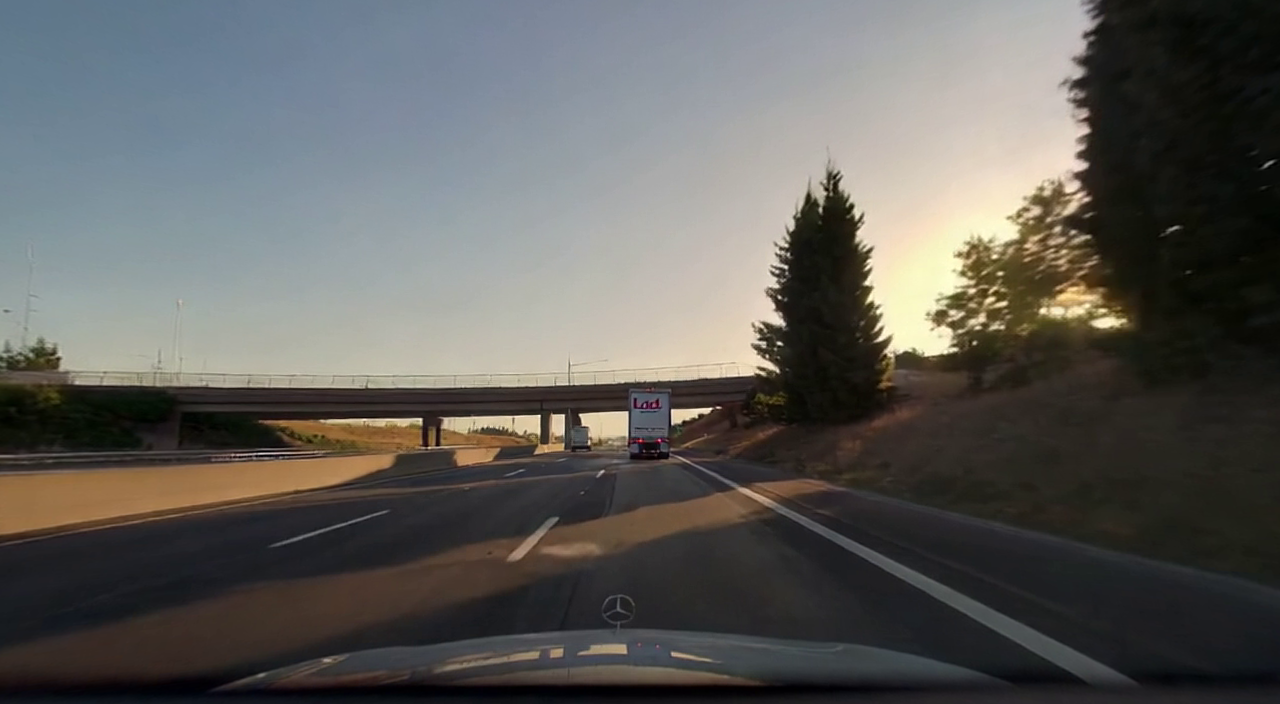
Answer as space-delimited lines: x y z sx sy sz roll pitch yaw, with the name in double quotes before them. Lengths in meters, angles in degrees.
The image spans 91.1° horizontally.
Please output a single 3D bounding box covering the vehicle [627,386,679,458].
"vehicle" 0.777 5.112 44.388 3.034 4.194 14.704 0 -8 0
